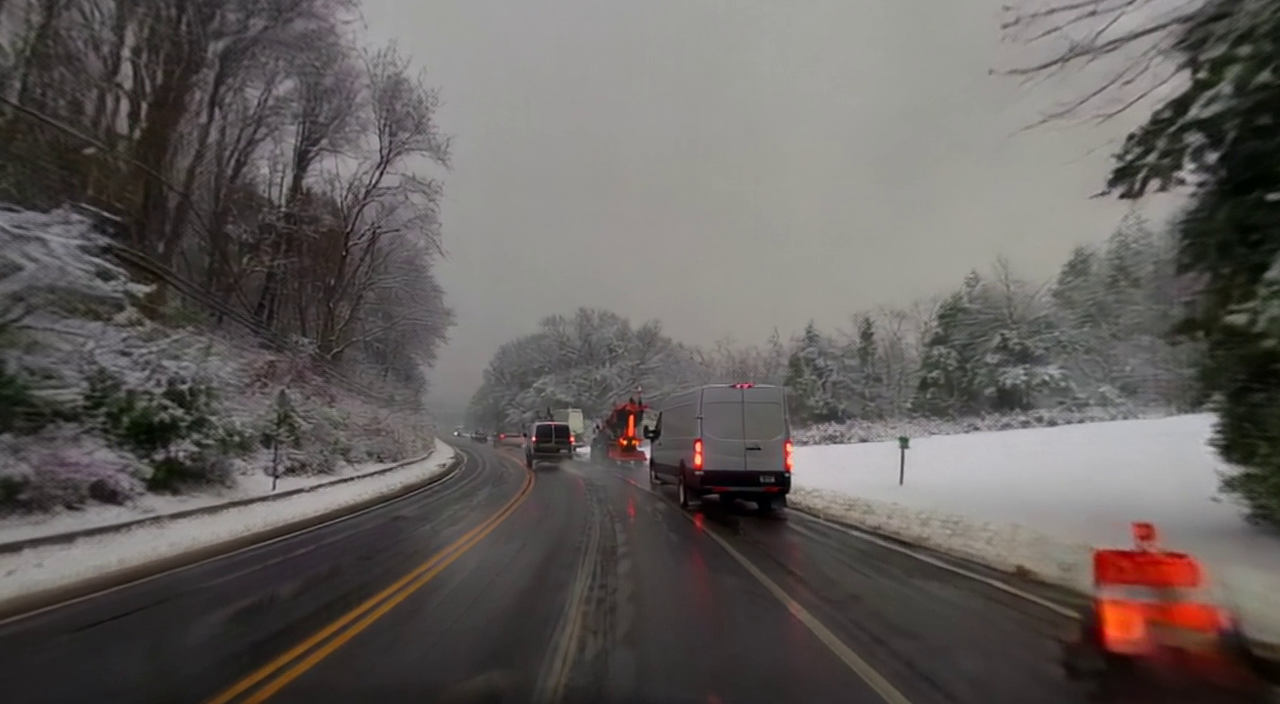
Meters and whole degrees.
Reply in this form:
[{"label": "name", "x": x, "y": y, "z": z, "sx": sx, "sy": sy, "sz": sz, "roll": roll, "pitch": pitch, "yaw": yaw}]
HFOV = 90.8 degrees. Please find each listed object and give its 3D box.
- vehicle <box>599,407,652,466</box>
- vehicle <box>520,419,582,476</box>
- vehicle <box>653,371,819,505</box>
[{"label": "vehicle", "x": -0.886, "y": 4.721, "z": 35.024, "sx": 2.703, "sy": 3.066, "sz": 4.047, "roll": 1, "pitch": -9, "yaw": -5}, {"label": "vehicle", "x": -3.996, "y": 4.176, "z": 27.720, "sx": 2.362, "sy": 2.223, "sz": 4.892, "roll": 2, "pitch": -9, "yaw": -11}, {"label": "vehicle", "x": 2.498, "y": 2.697, "z": 20.130, "sx": 3.126, "sy": 3.310, "sz": 8.534, "roll": 1, "pitch": -8, "yaw": -6}]
